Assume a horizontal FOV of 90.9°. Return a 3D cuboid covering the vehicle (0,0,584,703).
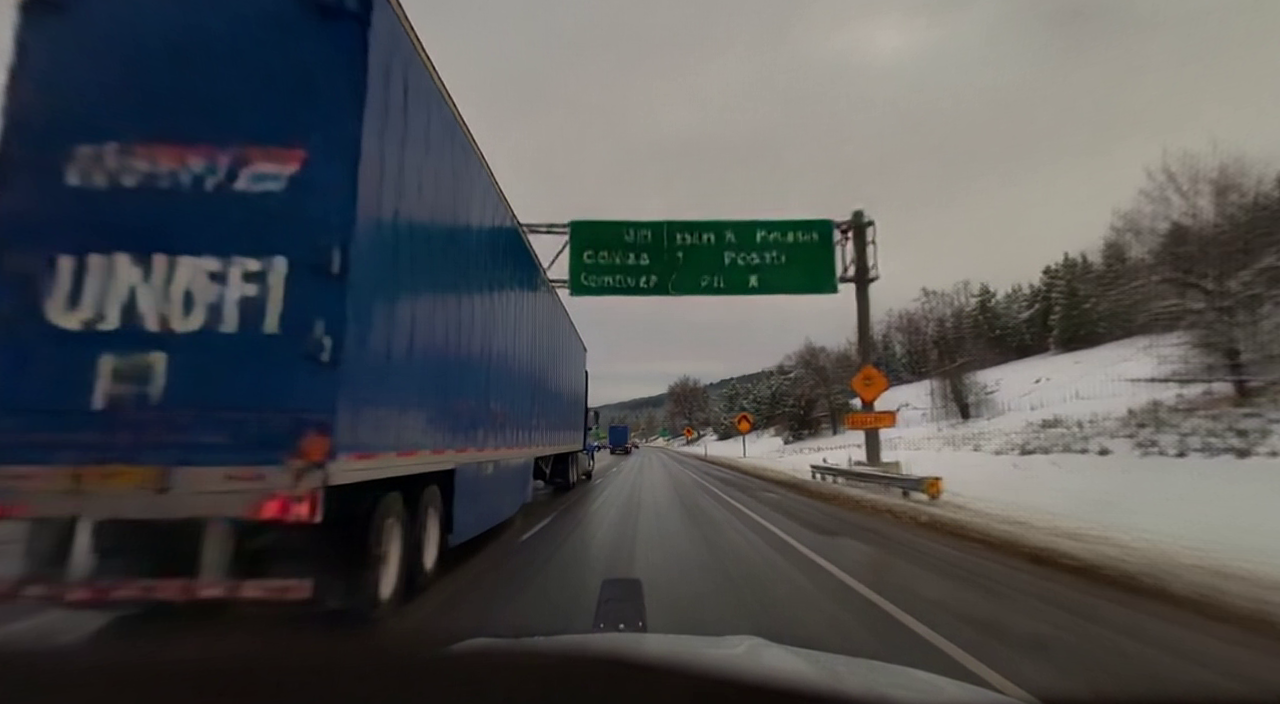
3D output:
[{"bbox_3d":[-3.249,0.688,10.260,3.202,4.352,16.251,0,-8,0],"label":"vehicle"}]
